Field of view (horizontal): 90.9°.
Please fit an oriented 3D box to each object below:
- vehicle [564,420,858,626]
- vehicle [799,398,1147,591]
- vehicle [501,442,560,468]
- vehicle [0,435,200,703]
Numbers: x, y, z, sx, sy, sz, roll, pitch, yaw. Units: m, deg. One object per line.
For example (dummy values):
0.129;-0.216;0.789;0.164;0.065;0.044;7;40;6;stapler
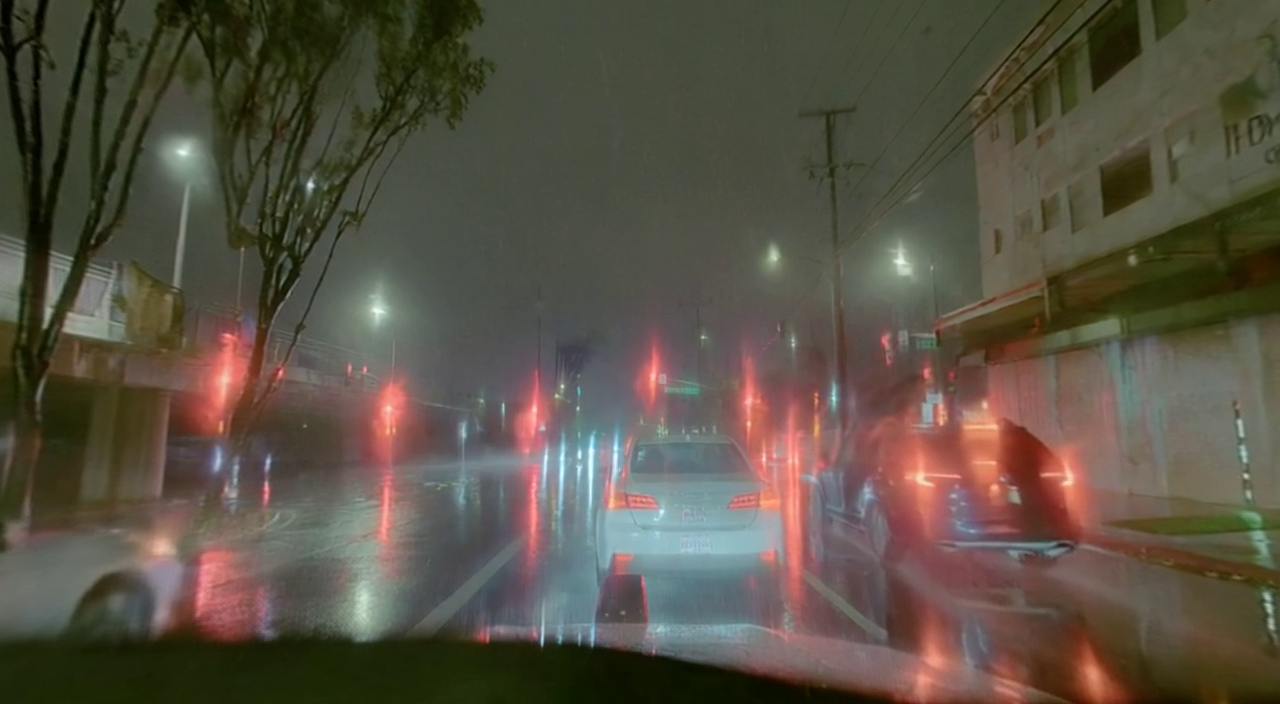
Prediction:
0.518;1.544;6.705;2.101;1.467;4.210;0;-8;0;vehicle
3.672;1.653;8.185;2.062;1.781;4.488;0;-8;0;vehicle
-6.588;6.268;38.491;1.873;1.462;4.283;-3;-9;16;vehicle
-3.947;0.949;1.618;2.082;1.484;4.865;0;-8;1;vehicle
